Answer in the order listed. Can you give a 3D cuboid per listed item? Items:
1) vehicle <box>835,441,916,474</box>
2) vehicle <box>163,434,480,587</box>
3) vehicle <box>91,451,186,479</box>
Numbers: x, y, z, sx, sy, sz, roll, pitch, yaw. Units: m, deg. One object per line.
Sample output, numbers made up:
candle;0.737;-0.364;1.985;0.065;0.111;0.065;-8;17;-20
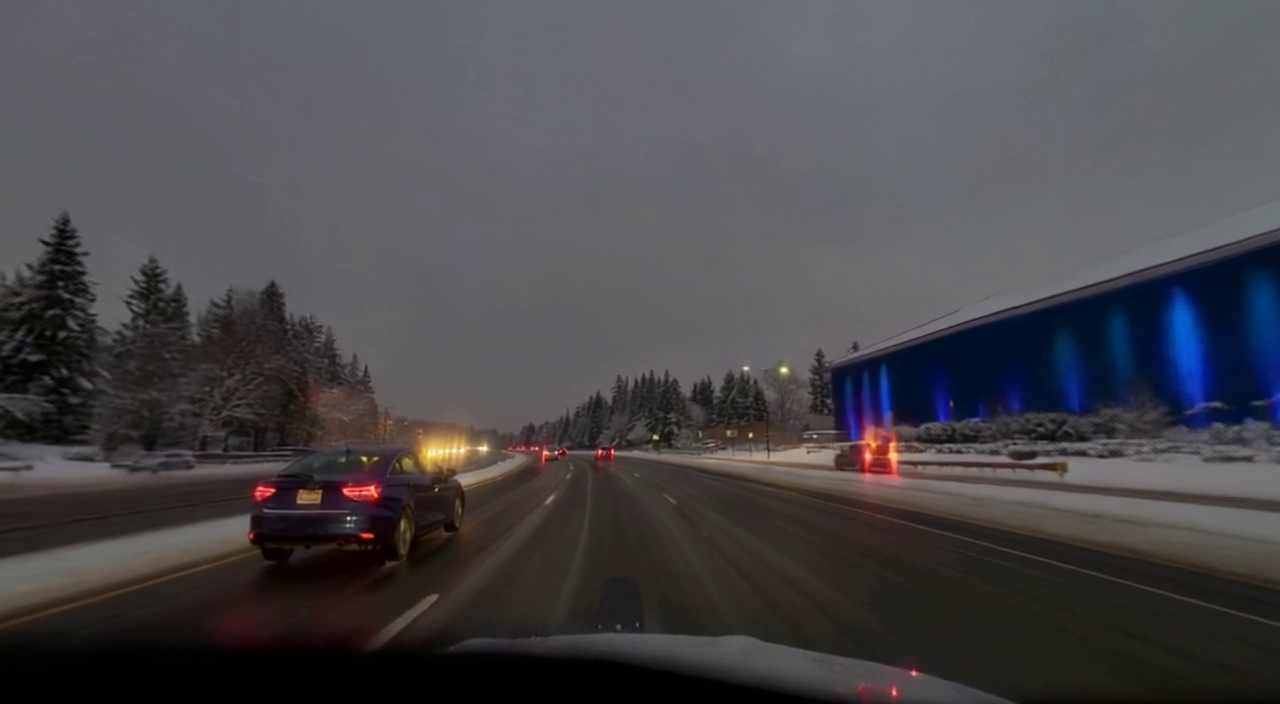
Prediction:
vehicle;12.461;5.596;33.838;1.983;1.613;5.190;1;-9;-5
vehicle;-3.689;1.887;8.450;2.018;1.476;4.364;0;-8;-1
vehicle;-28.689;6.440;36.357;1.903;1.465;4.752;1;-9;-5
